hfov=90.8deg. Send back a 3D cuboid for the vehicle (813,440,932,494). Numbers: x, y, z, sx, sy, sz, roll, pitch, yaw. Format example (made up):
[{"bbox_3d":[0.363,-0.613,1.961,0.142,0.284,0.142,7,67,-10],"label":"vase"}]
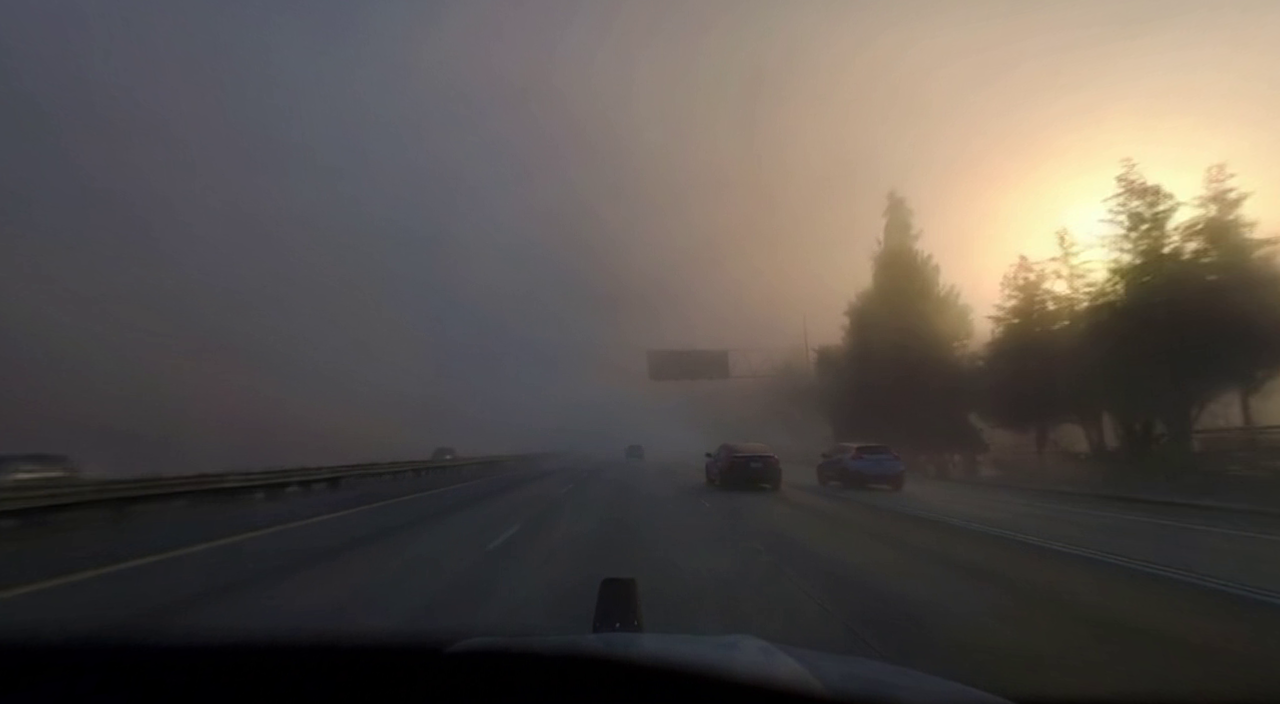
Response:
[{"bbox_3d":[7.112,3.559,19.925,1.946,1.497,4.467,0,-9,-1],"label":"vehicle"}]

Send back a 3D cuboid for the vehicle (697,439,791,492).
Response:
[{"bbox_3d":[3.148,3.557,20.139,2.076,1.472,4.562,0,-9,-2],"label":"vehicle"}]
